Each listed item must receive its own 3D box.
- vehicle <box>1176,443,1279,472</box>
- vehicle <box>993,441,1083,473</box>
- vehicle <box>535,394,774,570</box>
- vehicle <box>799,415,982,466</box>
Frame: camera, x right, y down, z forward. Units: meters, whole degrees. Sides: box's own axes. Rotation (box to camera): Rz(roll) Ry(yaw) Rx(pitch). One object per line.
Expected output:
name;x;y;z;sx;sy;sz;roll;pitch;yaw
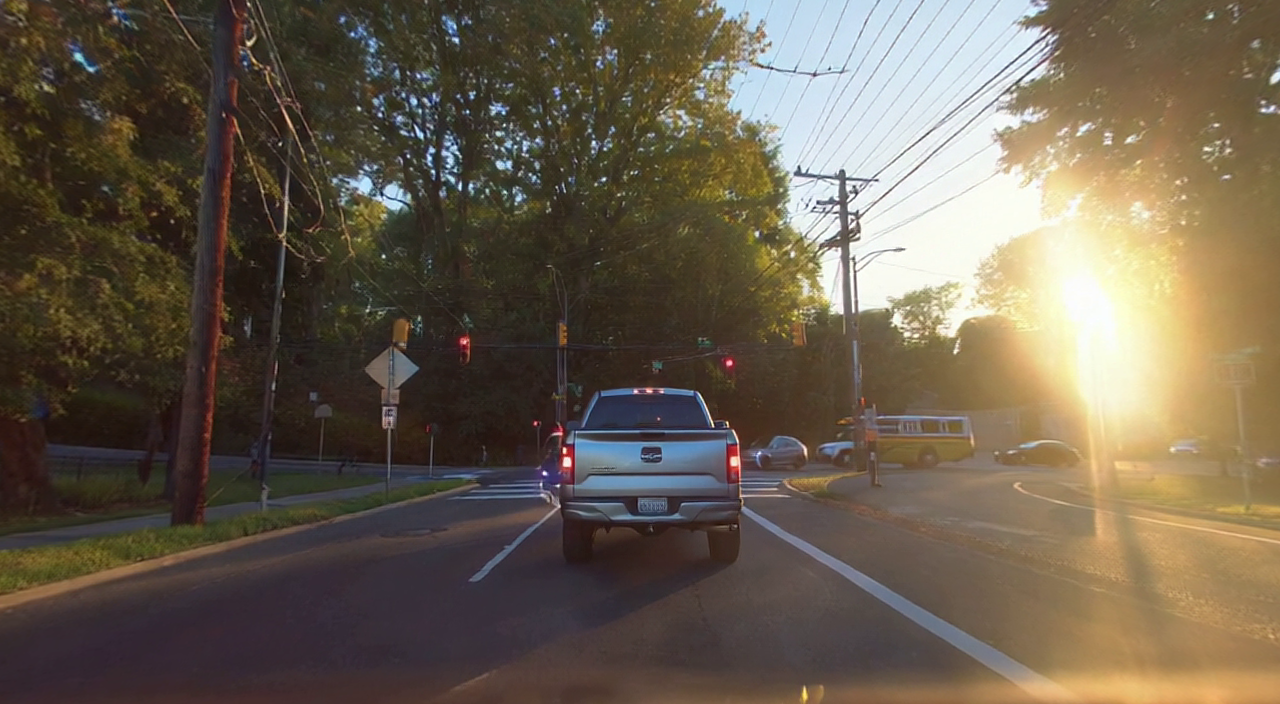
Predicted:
vehicle;38.485;6.844;41.135;5.426;1.728;1.999;0;-8;-3
vehicle;28.069;7.440;44.689;5.077;2.008;1.991;3;-9;-3
vehicle;0.116;1.878;10.004;2.707;1.964;5.485;0;-8;-1
vehicle;16.378;5.912;41.991;10.726;3.128;3.003;-1;-8;3
